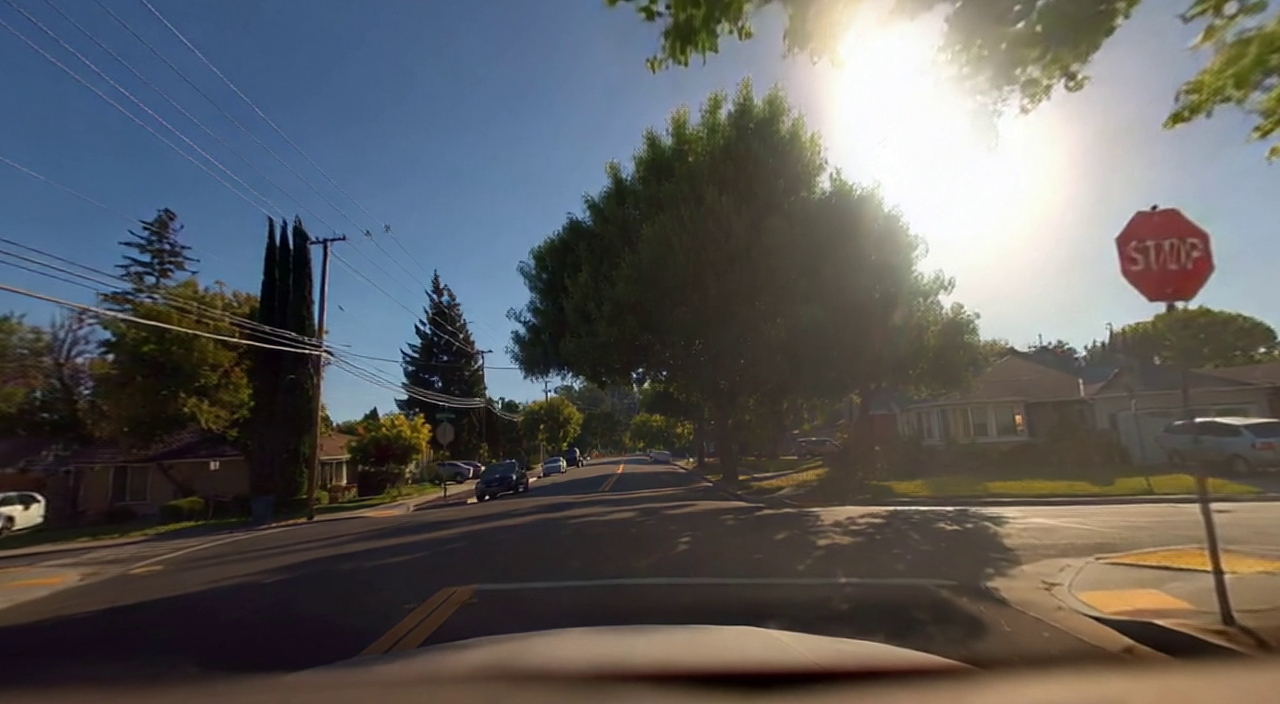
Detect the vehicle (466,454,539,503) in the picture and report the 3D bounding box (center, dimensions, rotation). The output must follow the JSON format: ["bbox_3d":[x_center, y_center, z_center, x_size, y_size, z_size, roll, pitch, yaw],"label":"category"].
[{"bbox_3d":[-6.201,5.735,29.040,2.149,1.823,4.613,-6,-9,1],"label":"vehicle"}]

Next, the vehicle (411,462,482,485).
[{"bbox_3d":[-14.138,8.884,46.217,4.601,1.486,1.876,-2,-9,12],"label":"vehicle"}]

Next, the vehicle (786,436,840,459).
[{"bbox_3d":[12.406,6.854,45.468,3.563,1.551,1.916,-2,-9,12],"label":"vehicle"}]

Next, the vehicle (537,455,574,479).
[{"bbox_3d":[-6.512,8.898,48.908,2.133,1.525,4.401,-3,-8,1],"label":"vehicle"}]
